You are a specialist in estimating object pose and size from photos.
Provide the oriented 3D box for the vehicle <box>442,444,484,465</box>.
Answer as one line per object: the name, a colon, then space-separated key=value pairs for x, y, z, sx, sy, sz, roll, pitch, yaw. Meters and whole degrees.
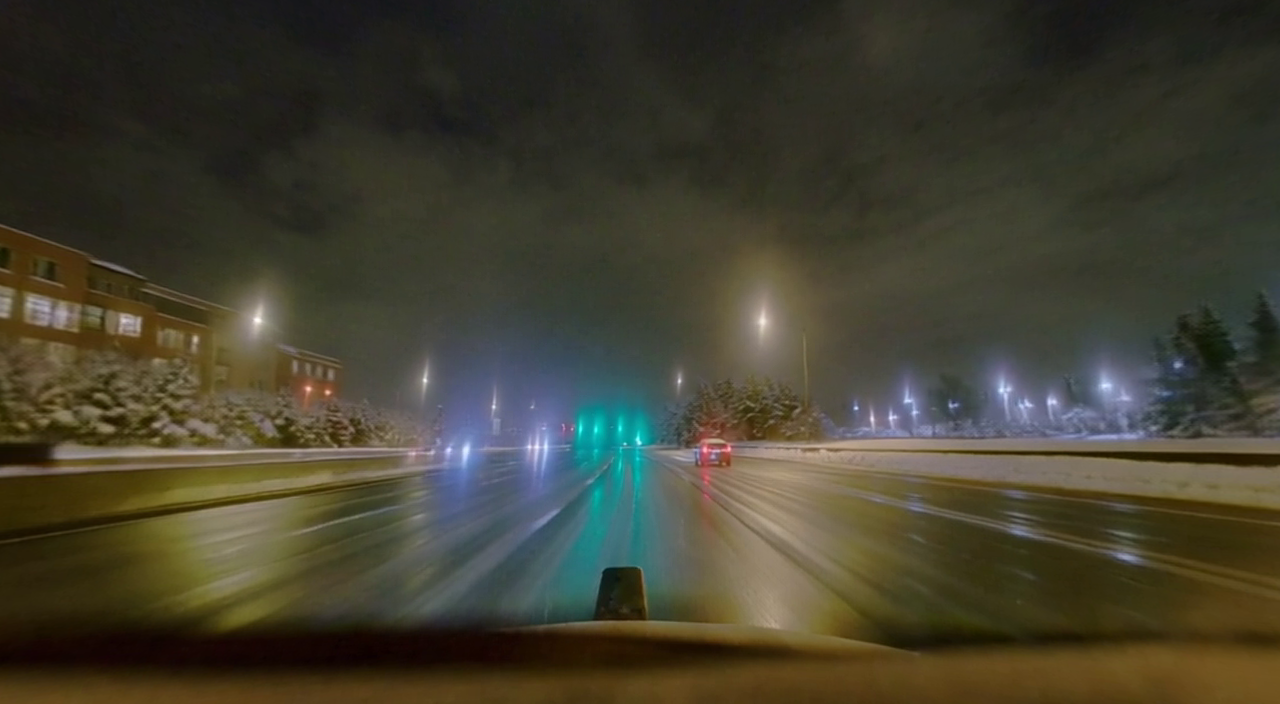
vehicle: x=-13.429 y=7.813 z=48.240 sx=1.940 sy=1.482 sz=4.653 roll=0 pitch=-9 yaw=-1

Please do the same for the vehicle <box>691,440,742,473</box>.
vehicle: x=3.661 y=5.071 z=30.862 sx=1.926 sy=1.477 sz=4.025 roll=0 pitch=-8 yaw=-1

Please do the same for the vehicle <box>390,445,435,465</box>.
vehicle: x=-17.401 y=7.882 z=48.419 sx=1.871 sy=1.469 sz=4.633 roll=0 pitch=-8 yaw=-2
